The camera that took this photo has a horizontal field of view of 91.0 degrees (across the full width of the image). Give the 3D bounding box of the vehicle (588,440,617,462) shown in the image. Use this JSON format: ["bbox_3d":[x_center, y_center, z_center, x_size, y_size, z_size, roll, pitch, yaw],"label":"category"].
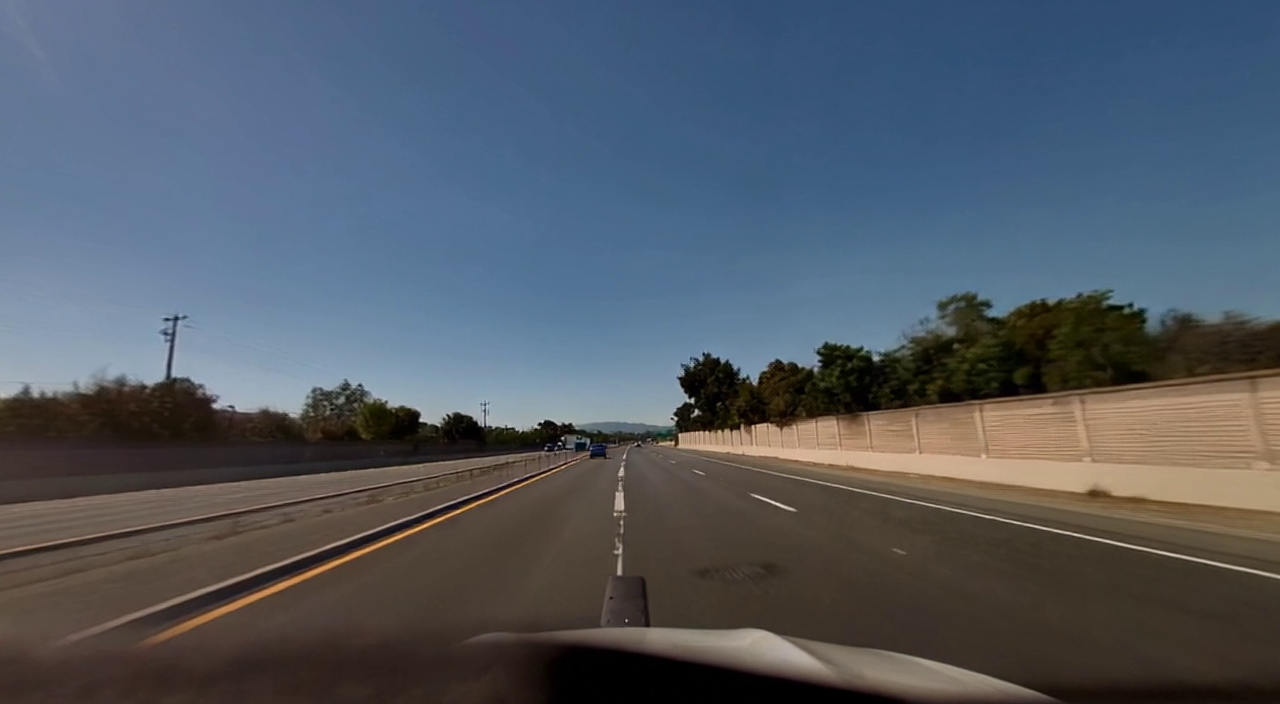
[{"bbox_3d":[-2.809,7.533,48.006,2.009,1.554,4.013,0,-8,-1],"label":"vehicle"}]
